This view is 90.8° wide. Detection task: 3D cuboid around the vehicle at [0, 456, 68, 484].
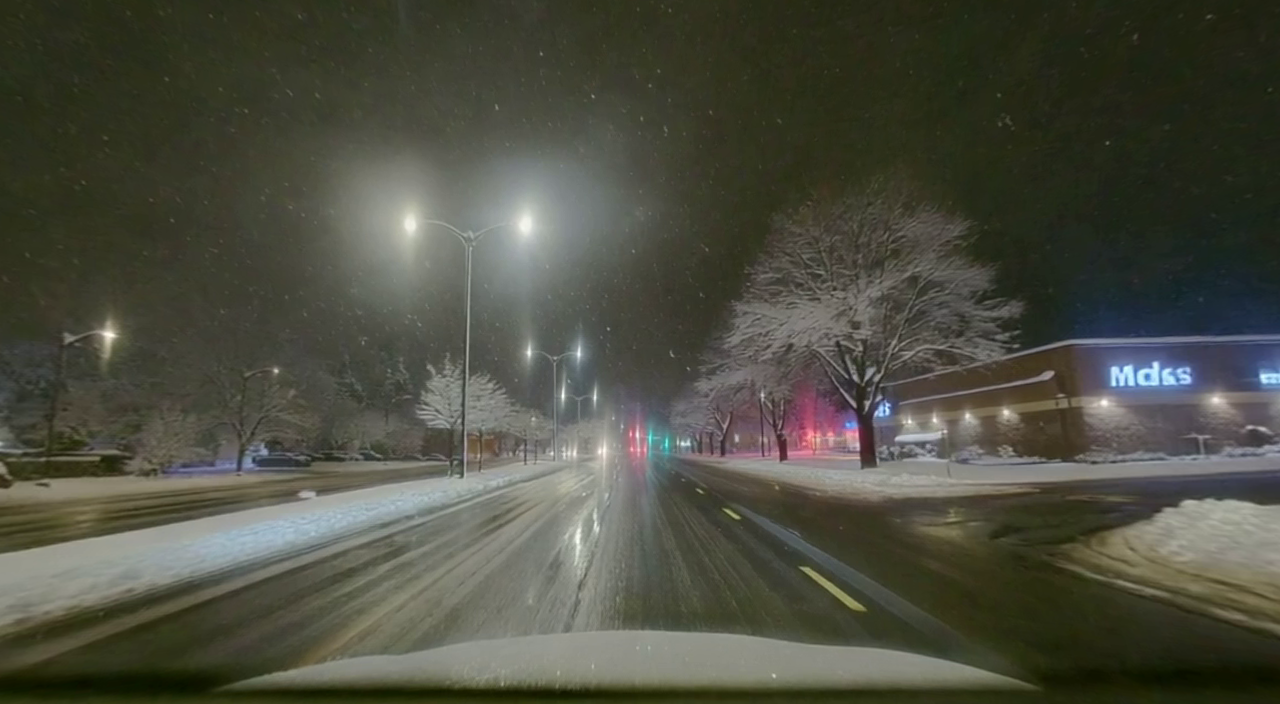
[{"bbox_3d":[-34.233,6.394,34.352,4.407,1.434,1.814,0,-8,0],"label":"vehicle"}]
